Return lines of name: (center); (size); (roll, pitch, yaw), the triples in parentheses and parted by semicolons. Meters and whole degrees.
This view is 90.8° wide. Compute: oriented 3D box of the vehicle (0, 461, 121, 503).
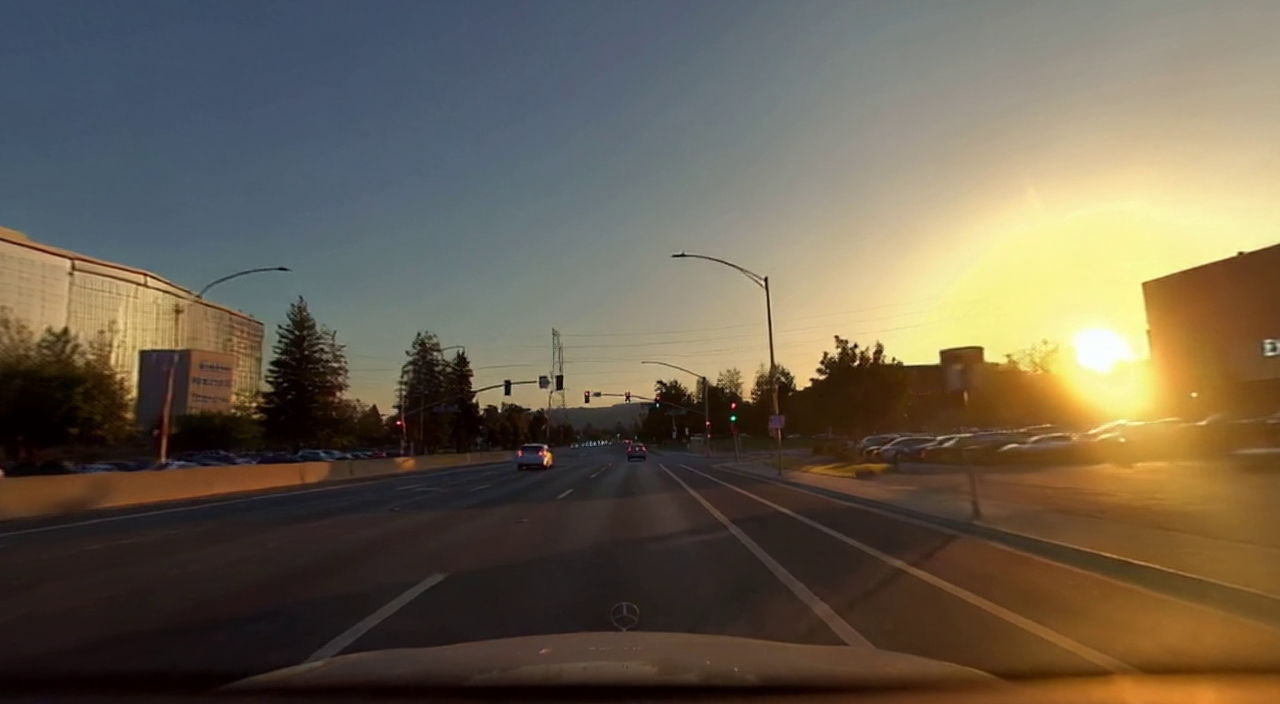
vehicle: (-24.553, 5.317, 25.986); (4.644, 1.607, 1.900); (0, -8, 0)

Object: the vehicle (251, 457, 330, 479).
vehicle: (-24.809, 8.230, 44.984); (4.403, 1.465, 1.928); (0, -9, -3)

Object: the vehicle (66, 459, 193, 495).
vehicle: (-24.608, 6.009, 30.570); (4.435, 1.613, 1.928); (0, -8, 1)

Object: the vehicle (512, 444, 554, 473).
vehicle: (-5.816, 5.806, 34.689); (1.928, 1.451, 4.219); (0, -9, -5)
